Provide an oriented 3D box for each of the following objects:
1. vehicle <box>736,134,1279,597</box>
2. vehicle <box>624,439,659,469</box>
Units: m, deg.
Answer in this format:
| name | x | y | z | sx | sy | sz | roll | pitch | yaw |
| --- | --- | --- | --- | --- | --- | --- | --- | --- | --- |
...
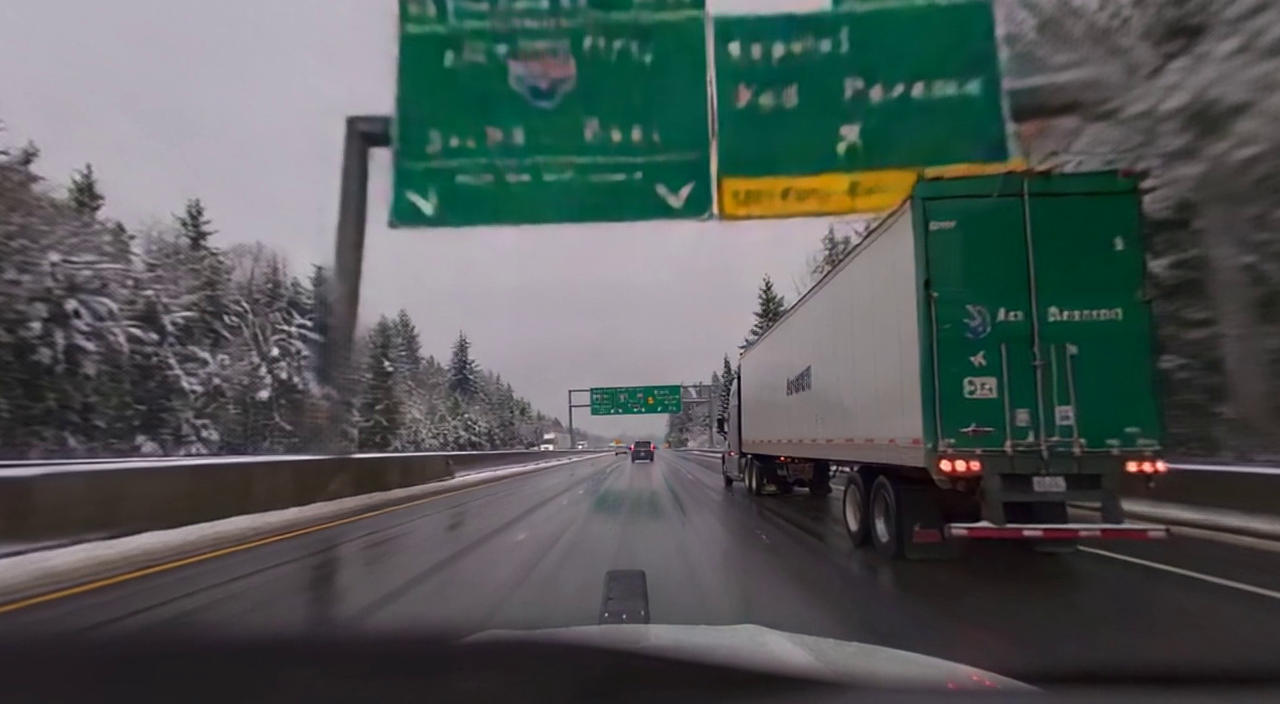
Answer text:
| name | x | y | z | sx | sy | sz | roll | pitch | yaw |
| --- | --- | --- | --- | --- | --- | --- | --- | --- | --- |
| vehicle | 4.464 | 1.064 | 12.318 | 3.011 | 4.028 | 13.890 | 0 | -9 | 0 |
| vehicle | 0.069 | 6.290 | 38.948 | 2.067 | 1.690 | 3.901 | 0 | -9 | 0 |
